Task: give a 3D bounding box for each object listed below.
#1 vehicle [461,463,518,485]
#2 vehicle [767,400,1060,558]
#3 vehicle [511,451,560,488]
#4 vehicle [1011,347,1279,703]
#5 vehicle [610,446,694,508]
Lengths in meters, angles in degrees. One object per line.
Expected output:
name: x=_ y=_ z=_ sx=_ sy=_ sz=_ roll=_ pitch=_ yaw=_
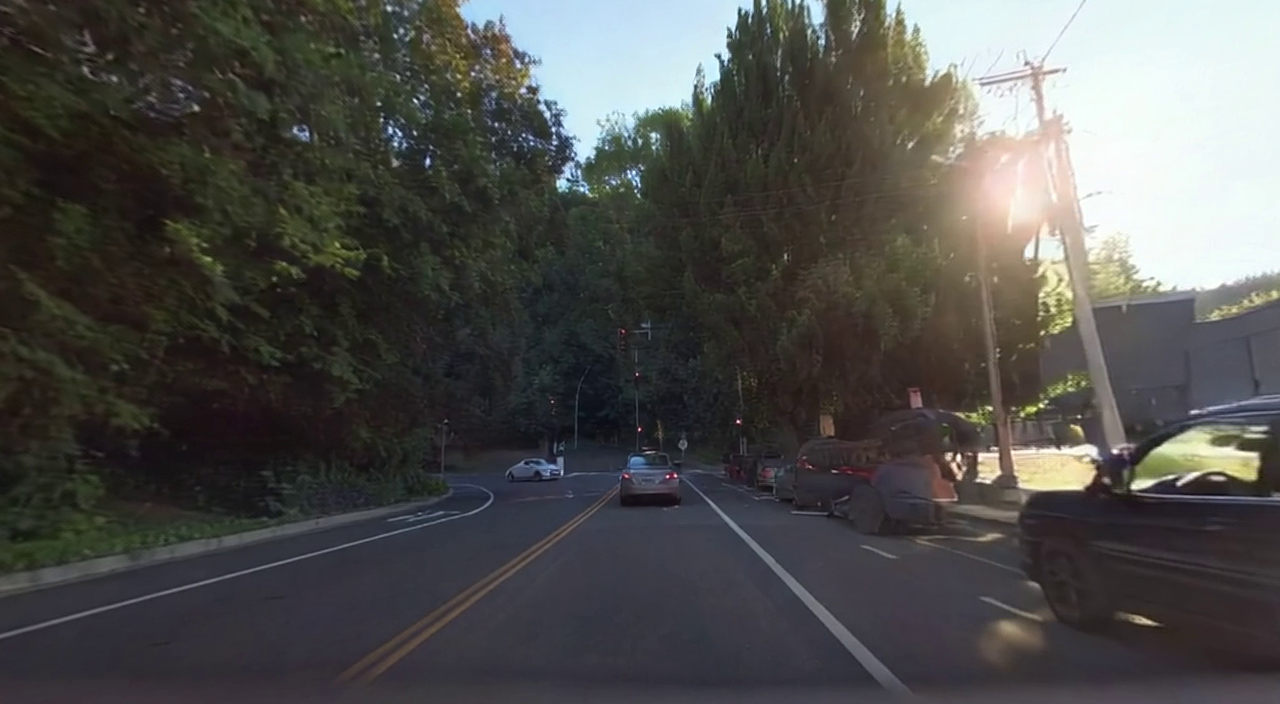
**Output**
vehicle: x=-11.785 y=9.474 z=49.156 sx=2.087 sy=1.544 sz=4.811 roll=8 pitch=-12 yaw=-44
vehicle: x=4.191 y=2.113 z=11.432 sx=2.484 sy=2.037 sz=6.362 roll=0 pitch=-8 yaw=0
vehicle: x=-6.233 y=6.839 z=37.110 sx=2.131 sy=1.961 sz=4.955 roll=2 pitch=-9 yaw=-17
vehicle: x=4.101 y=0.874 z=2.865 sx=2.093 sy=1.822 sz=4.483 roll=0 pitch=-8 yaw=1
vehicle: x=0.371 y=3.448 z=17.858 sx=2.078 sy=1.521 sz=4.058 roll=0 pitch=-8 yaw=2
